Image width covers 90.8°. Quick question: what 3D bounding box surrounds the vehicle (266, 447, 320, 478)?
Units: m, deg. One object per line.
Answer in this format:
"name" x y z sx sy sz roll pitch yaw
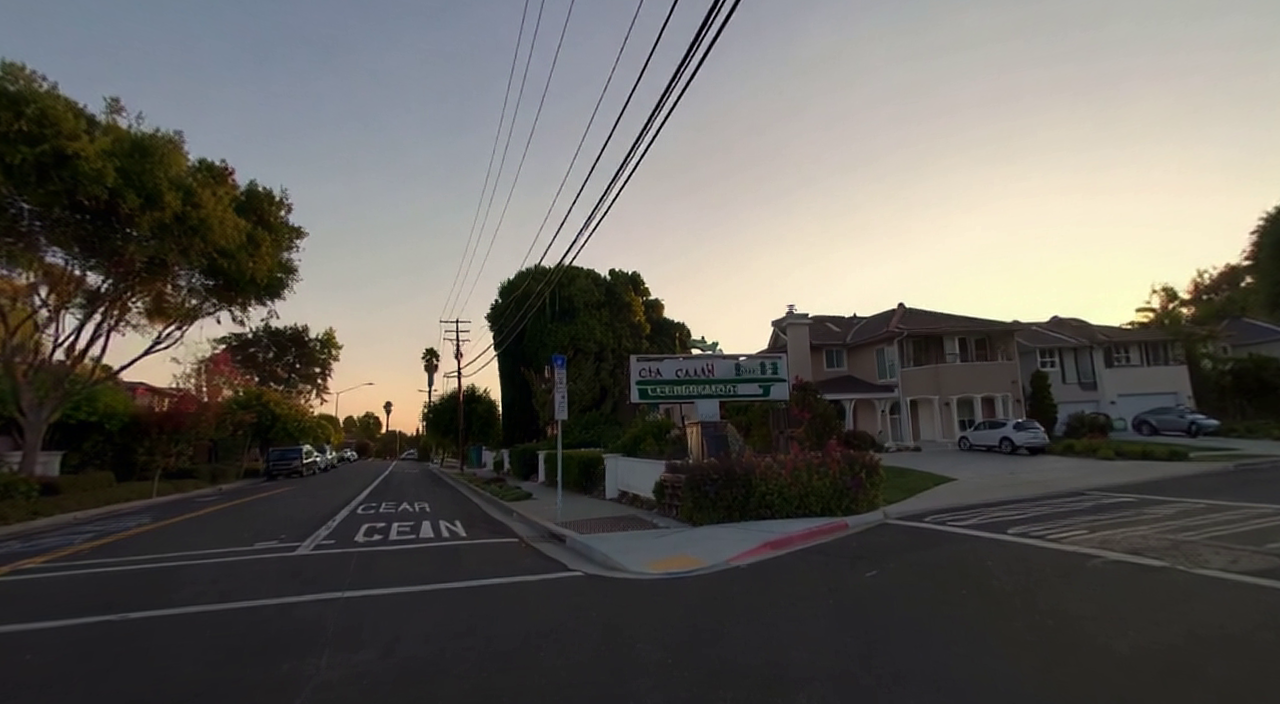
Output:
"vehicle" -22.043 6.979 40.332 2.203 1.787 4.704 3 -9 -19
